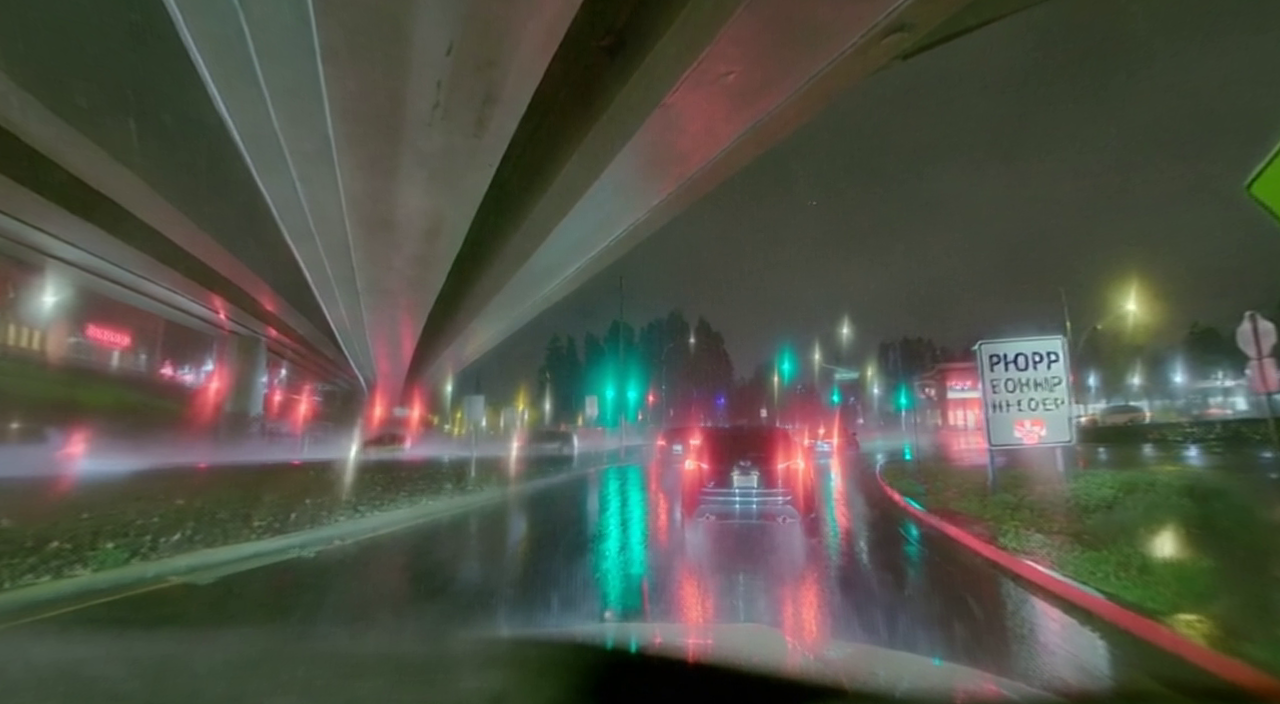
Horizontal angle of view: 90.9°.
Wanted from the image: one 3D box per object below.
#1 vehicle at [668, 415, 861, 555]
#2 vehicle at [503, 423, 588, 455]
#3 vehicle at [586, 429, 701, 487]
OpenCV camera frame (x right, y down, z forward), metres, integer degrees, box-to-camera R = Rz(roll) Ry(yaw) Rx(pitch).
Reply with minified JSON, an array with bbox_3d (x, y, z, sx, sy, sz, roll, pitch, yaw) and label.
[{"bbox_3d":[1.868,1.859,9.573,2.195,1.571,4.353,-2,-9,12],"label":"vehicle"},{"bbox_3d":[-5.893,5.469,39.389,4.827,1.885,2.008,-2,-9,13],"label":"vehicle"},{"bbox_3d":[0.283,3.203,19.357,2.214,1.519,4.704,-3,-9,17],"label":"vehicle"}]
